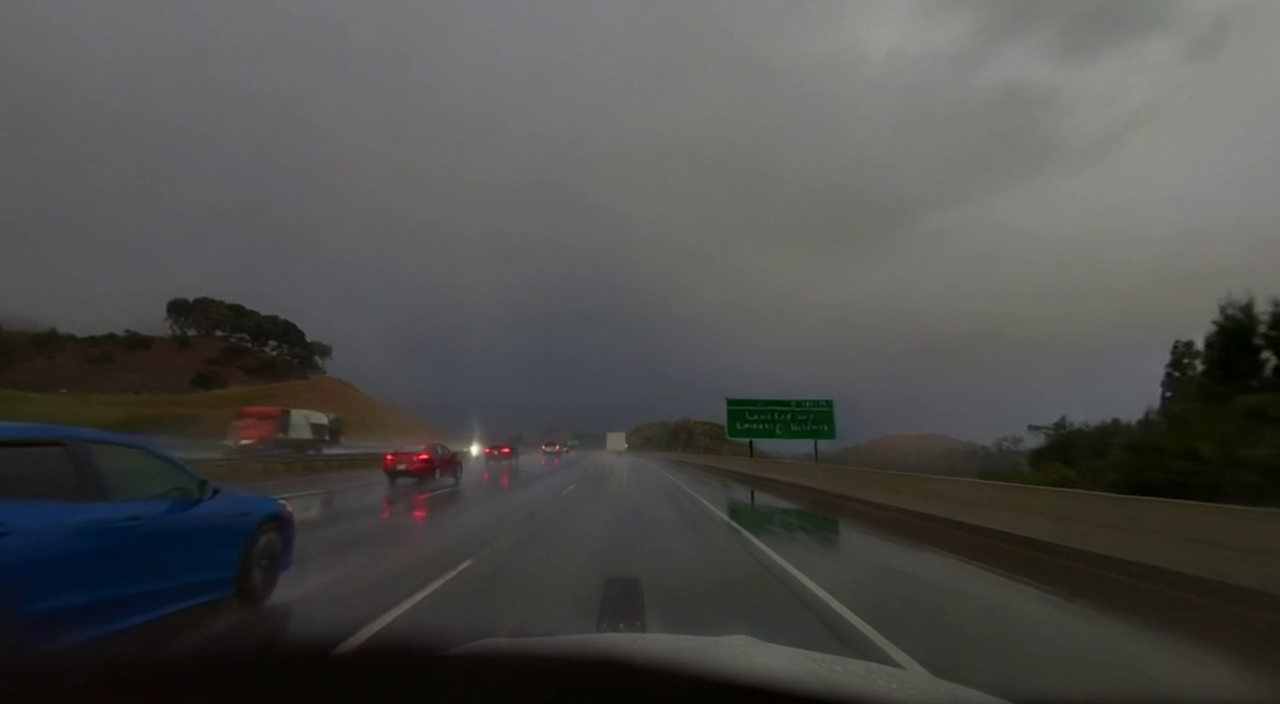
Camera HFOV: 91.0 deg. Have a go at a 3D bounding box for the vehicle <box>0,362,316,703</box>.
[{"bbox_3d":[-3.901,0.929,3.051,2.180,1.685,4.668,1,-9,0],"label":"vehicle"}]

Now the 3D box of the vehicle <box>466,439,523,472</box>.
[{"bbox_3d":[-7.901,5.666,34.703,2.099,1.644,4.638,1,-9,-1],"label":"vehicle"}]

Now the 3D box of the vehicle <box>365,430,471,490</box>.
[{"bbox_3d":[-7.148,3.522,20.825,2.081,1.740,4.268,1,-9,-3],"label":"vehicle"}]
